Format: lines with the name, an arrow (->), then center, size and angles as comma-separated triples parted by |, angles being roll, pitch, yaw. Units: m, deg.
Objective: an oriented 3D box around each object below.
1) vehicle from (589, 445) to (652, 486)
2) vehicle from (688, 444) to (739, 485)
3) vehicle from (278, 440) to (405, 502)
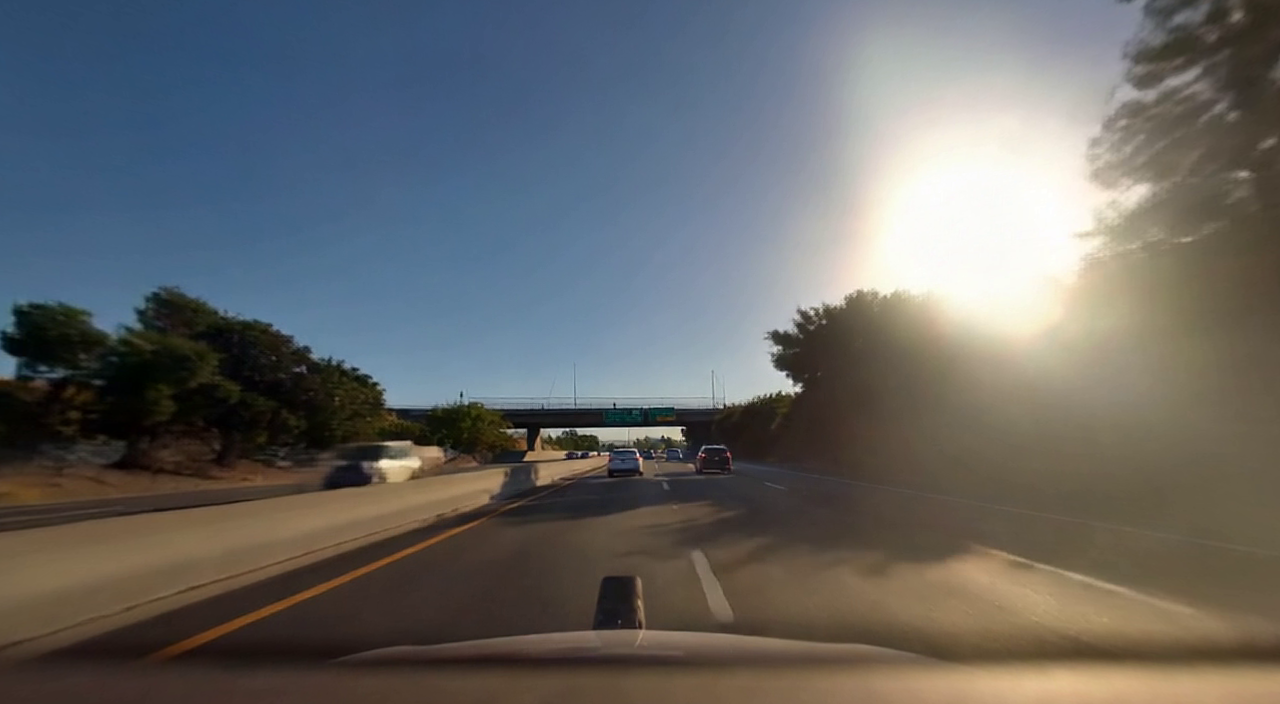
vehicle -> -0.752, 4.796, 26.870 | 2.084, 1.594, 4.219 | -1, -9, 6
vehicle -> 3.133, 4.771, 26.886 | 1.969, 1.595, 3.964 | -1, -9, 6
vehicle -> -10.617, 4.242, 22.875 | 2.164, 1.955, 5.285 | 0, -9, -2
